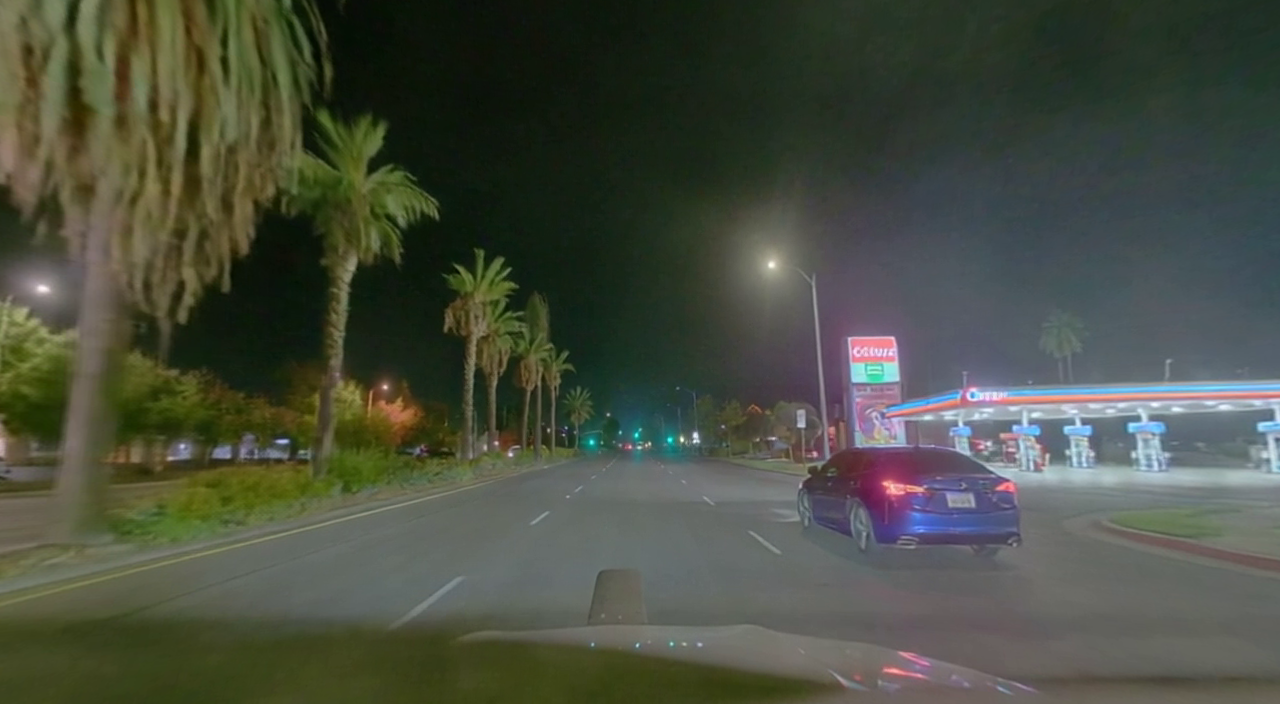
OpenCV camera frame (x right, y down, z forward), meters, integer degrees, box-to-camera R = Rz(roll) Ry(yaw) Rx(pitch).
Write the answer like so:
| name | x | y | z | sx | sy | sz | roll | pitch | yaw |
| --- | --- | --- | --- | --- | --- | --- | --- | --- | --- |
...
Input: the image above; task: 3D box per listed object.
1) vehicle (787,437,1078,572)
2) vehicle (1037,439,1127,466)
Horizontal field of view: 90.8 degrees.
| name | x | y | z | sx | sy | sz | roll | pitch | yaw |
| --- | --- | --- | --- | --- | --- | --- | --- | --- | --- |
| vehicle | 3.711 | 1.977 | 9.085 | 1.978 | 1.442 | 4.262 | 0 | -8 | -3 |
| vehicle | 28.544 | 6.511 | 40.873 | 4.280 | 1.637 | 2.009 | 0 | -9 | -2 |
